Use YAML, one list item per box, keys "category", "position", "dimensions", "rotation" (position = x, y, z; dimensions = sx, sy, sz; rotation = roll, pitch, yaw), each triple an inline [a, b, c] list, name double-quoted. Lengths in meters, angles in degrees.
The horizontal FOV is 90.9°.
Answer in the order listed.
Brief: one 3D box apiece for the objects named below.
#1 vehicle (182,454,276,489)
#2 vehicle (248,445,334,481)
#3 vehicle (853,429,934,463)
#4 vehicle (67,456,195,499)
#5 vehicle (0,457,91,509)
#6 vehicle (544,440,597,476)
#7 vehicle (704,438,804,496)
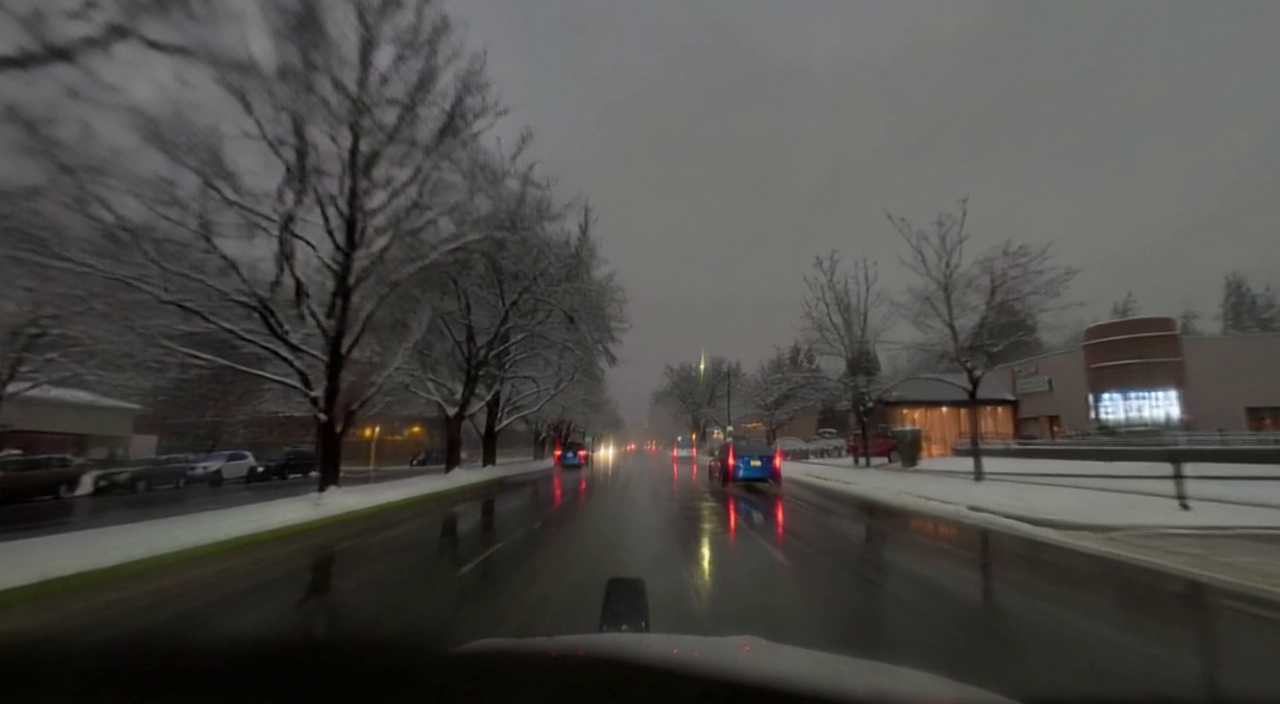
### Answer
- category: "vehicle"
  position: [-22.248, 6.439, 34.371]
  dimensions: [1.887, 1.669, 4.753]
  rotation: [-1, -8, 1]
- category: "vehicle"
  position: [-22.251, 7.085, 40.521]
  dimensions: [2.255, 2.117, 5.319]
  rotation: [-1, -8, 2]
- category: "vehicle"
  position: [16.822, 6.308, 42.243]
  dimensions: [2.160, 2.093, 5.795]
  rotation: [1, -9, -10]
- category: "vehicle"
  position: [-22.408, 5.503, 28.026]
  dimensions: [1.794, 1.664, 4.582]
  rotation: [-1, -8, 1]
- category: "vehicle"
  position: [-22.528, 4.619, 22.332]
  dimensions: [1.918, 1.698, 4.581]
  rotation: [-1, -8, 1]
- category: "vehicle"
  position: [-3.348, 5.239, 31.296]
  dimensions: [2.113, 1.626, 4.129]
  rotation: [-1, -8, 1]
- category: "vehicle"
  position: [3.191, 3.334, 18.645]
  dimensions: [2.083, 1.474, 4.360]
  rotation: [0, -8, -1]
